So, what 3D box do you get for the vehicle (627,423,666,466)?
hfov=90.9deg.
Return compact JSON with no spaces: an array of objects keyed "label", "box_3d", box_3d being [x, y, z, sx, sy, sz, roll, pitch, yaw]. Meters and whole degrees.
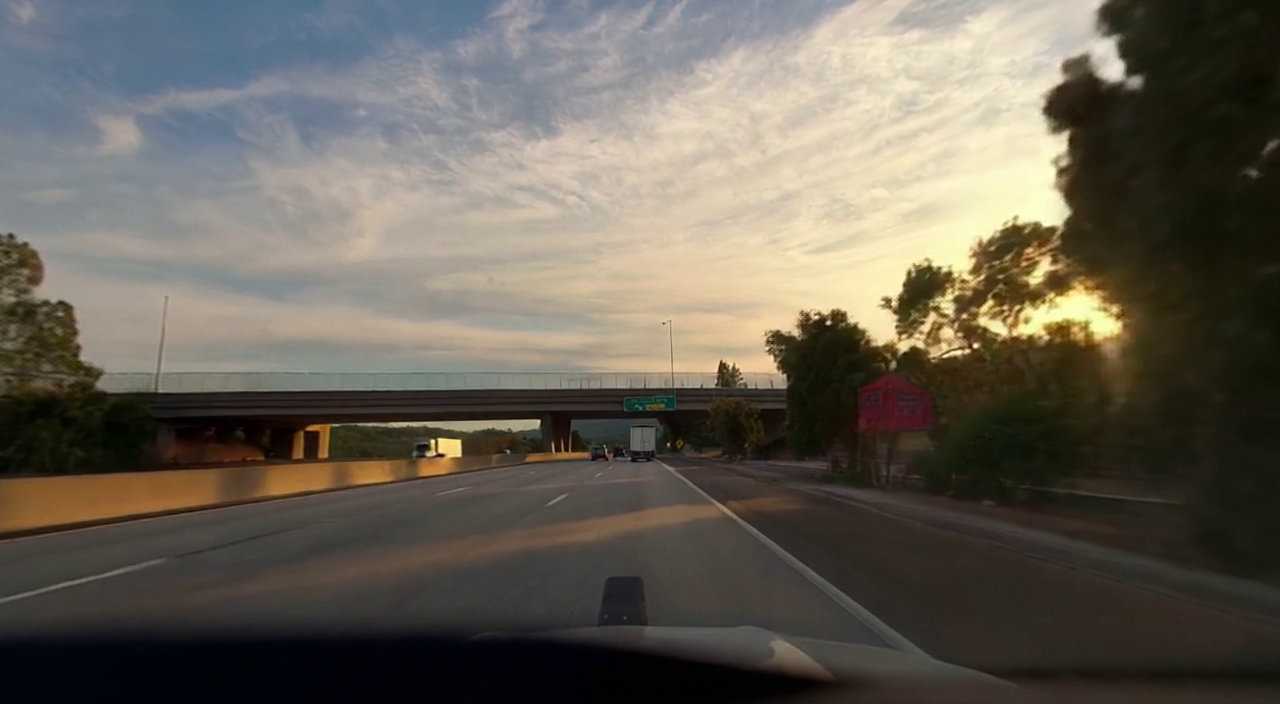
[{"label":"vehicle","box_3d":[0.403,7.284,49.521,2.790,3.075,7.414,0,-9,-2]}]
